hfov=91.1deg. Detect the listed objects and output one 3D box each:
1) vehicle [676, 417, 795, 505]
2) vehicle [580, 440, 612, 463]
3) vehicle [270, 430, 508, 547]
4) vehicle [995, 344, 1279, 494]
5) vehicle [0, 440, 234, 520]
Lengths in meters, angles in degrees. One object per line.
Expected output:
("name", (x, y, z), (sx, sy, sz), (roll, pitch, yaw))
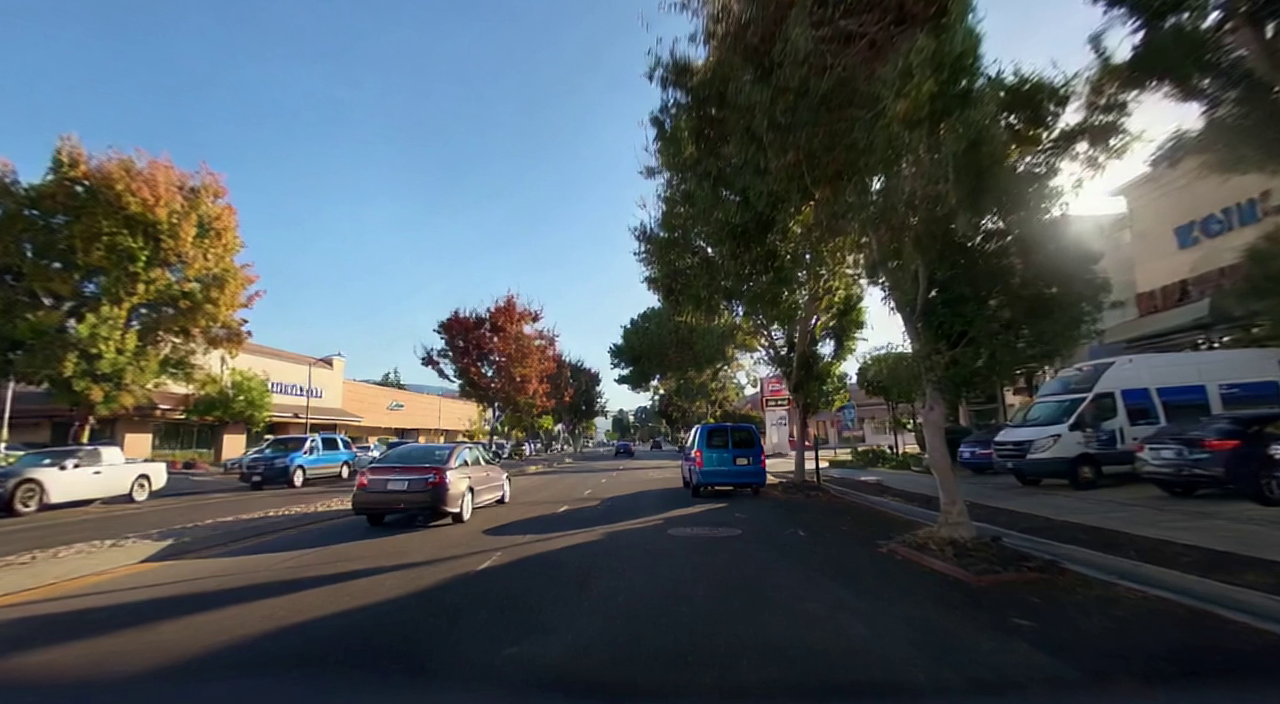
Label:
("vehicle", (2.071, 2.564, 15.079), (2.293, 1.779, 4.457), (-1, -8, 2))
("vehicle", (-2.946, 6.804, 43.017), (1.840, 1.442, 4.050), (0, -8, 1))
("vehicle", (-3.677, 2.073, 10.274), (1.966, 1.481, 4.385), (0, -8, 2))
("vehicle", (13.179, 1.653, 15.315), (7.188, 3.303, 2.772), (0, -8, 0))
("vehicle", (-11.855, 2.832, 14.534), (1.854, 1.522, 4.473), (0, -8, 0))
